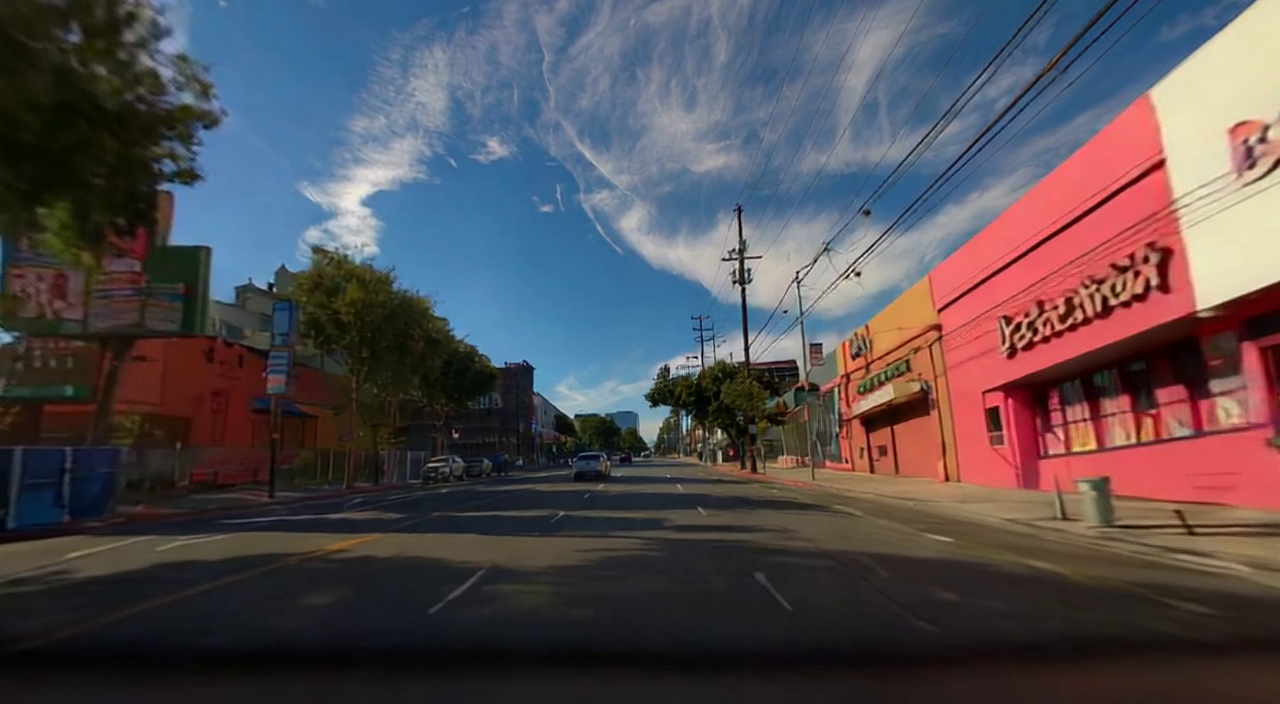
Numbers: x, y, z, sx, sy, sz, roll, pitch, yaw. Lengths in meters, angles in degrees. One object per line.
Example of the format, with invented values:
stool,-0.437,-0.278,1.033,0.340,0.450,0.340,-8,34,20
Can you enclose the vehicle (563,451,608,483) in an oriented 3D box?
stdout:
vehicle,-2.906,6.227,34.484,2.036,1.589,4.549,-1,-9,1

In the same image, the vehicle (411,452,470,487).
vehicle,-11.799,6.955,37.662,2.052,1.898,4.253,-1,-9,1
